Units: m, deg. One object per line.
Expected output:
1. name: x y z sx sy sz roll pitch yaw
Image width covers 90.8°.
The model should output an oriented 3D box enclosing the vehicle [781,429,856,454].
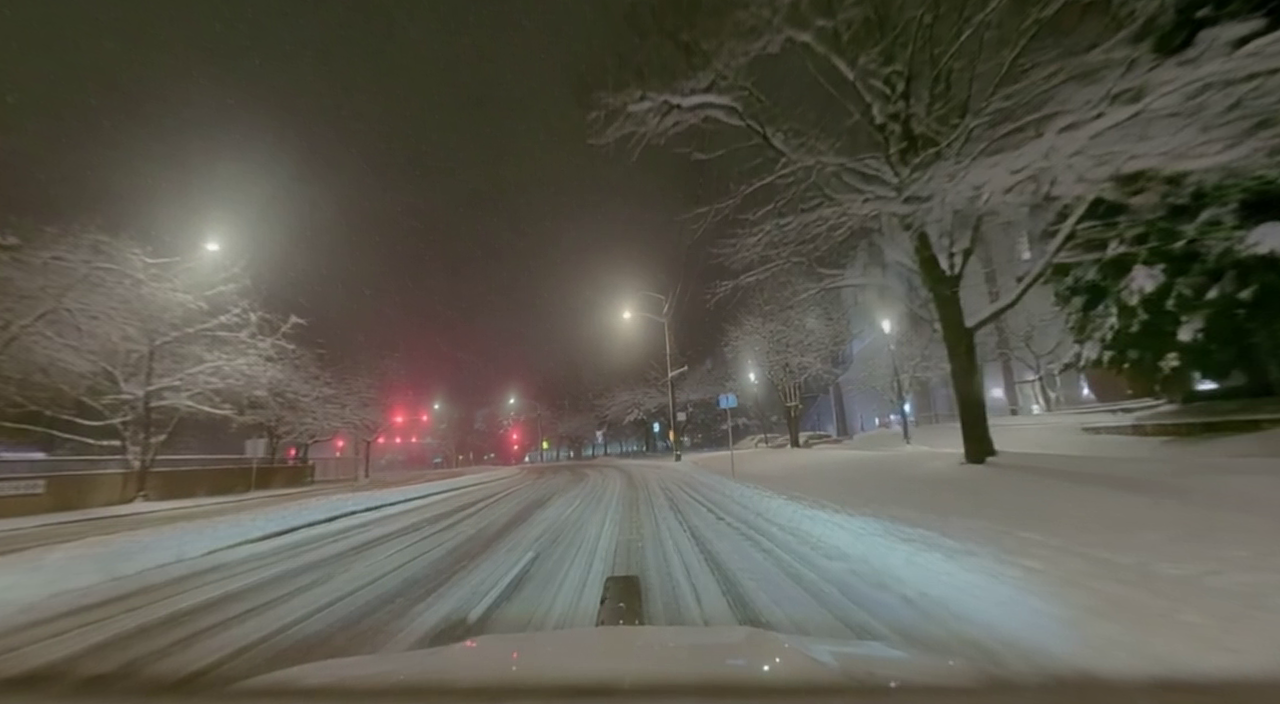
1. vehicle: 11.841 5.982 42.071 4.332 1.581 2.028 1 -9 -10
